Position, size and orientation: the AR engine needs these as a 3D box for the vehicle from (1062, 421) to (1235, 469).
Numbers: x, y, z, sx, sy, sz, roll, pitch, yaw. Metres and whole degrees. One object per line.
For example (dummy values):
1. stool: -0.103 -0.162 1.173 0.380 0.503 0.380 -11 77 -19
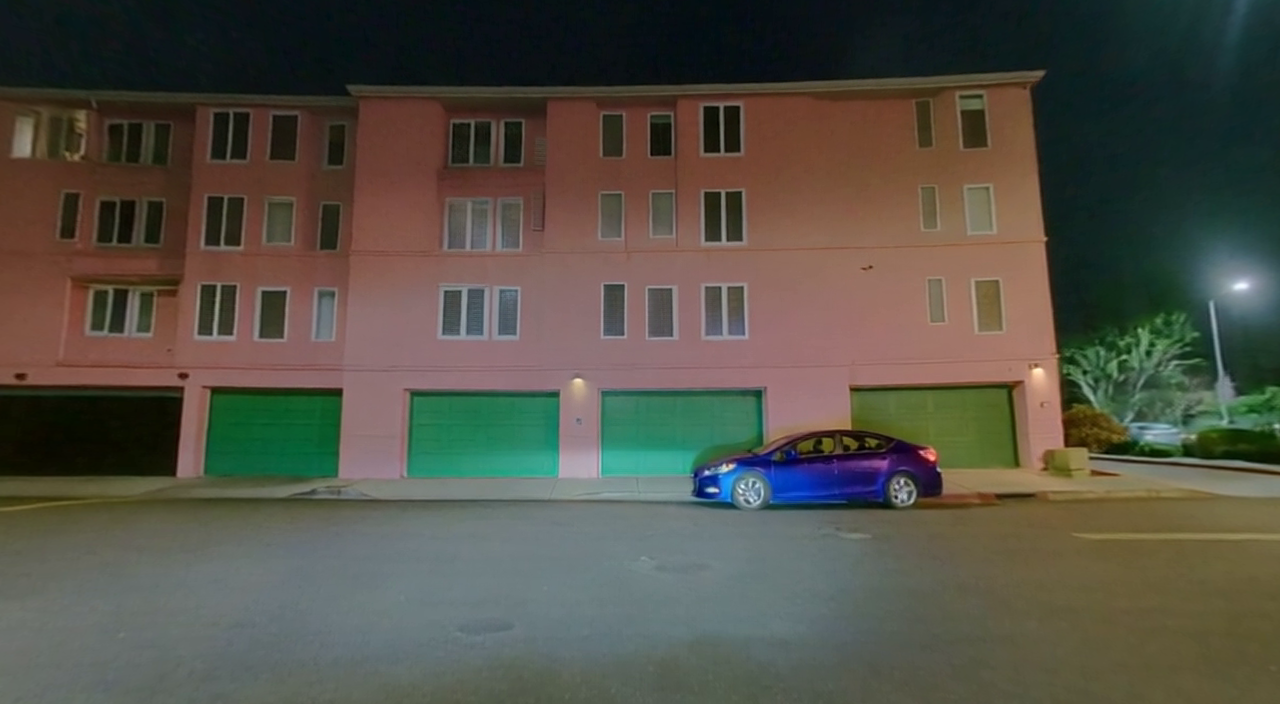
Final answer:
1. vehicle: 16.761 3.093 20.967 3.905 1.475 2.057 0 -8 2

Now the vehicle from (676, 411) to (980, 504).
1. vehicle: 2.994 1.807 10.935 4.697 1.444 1.825 0 -9 2
